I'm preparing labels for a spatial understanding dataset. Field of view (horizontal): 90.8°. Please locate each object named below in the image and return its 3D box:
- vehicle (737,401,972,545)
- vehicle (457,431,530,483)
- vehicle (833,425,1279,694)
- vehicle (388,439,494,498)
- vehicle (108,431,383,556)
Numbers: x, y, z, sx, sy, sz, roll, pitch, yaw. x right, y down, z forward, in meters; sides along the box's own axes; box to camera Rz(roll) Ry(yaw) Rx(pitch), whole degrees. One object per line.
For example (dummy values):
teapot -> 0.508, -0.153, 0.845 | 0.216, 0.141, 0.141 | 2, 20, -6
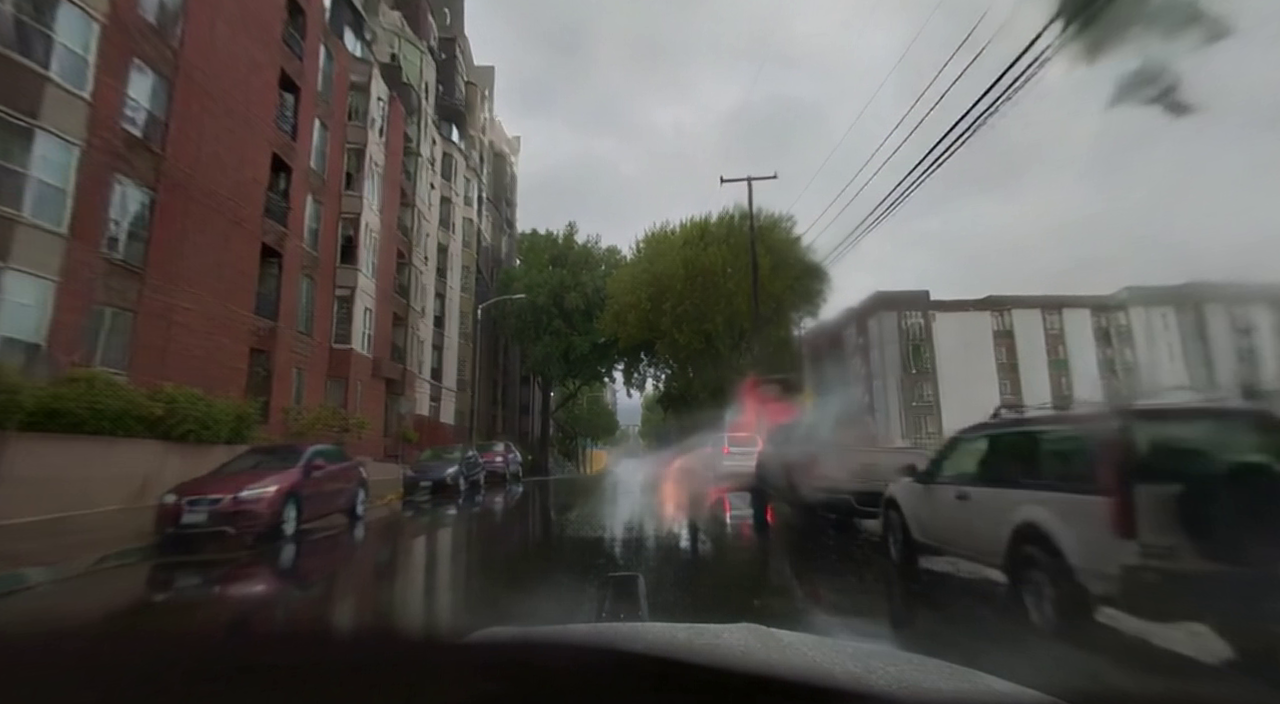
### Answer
vehicle -> 3.272, 1.987, 11.058 | 2.082, 1.902, 5.122 | 0, -8, -3
vehicle -> -6.144, 4.539, 27.121 | 2.076, 1.913, 5.060 | -2, -10, -1
vehicle -> 3.580, 1.509, 5.958 | 1.925, 1.489, 4.655 | 0, -8, -2
vehicle -> -6.418, 3.777, 20.949 | 2.069, 1.647, 4.359 | -2, -8, 1
vehicle -> -6.368, 2.280, 10.985 | 1.947, 1.707, 4.352 | 0, -8, 0
